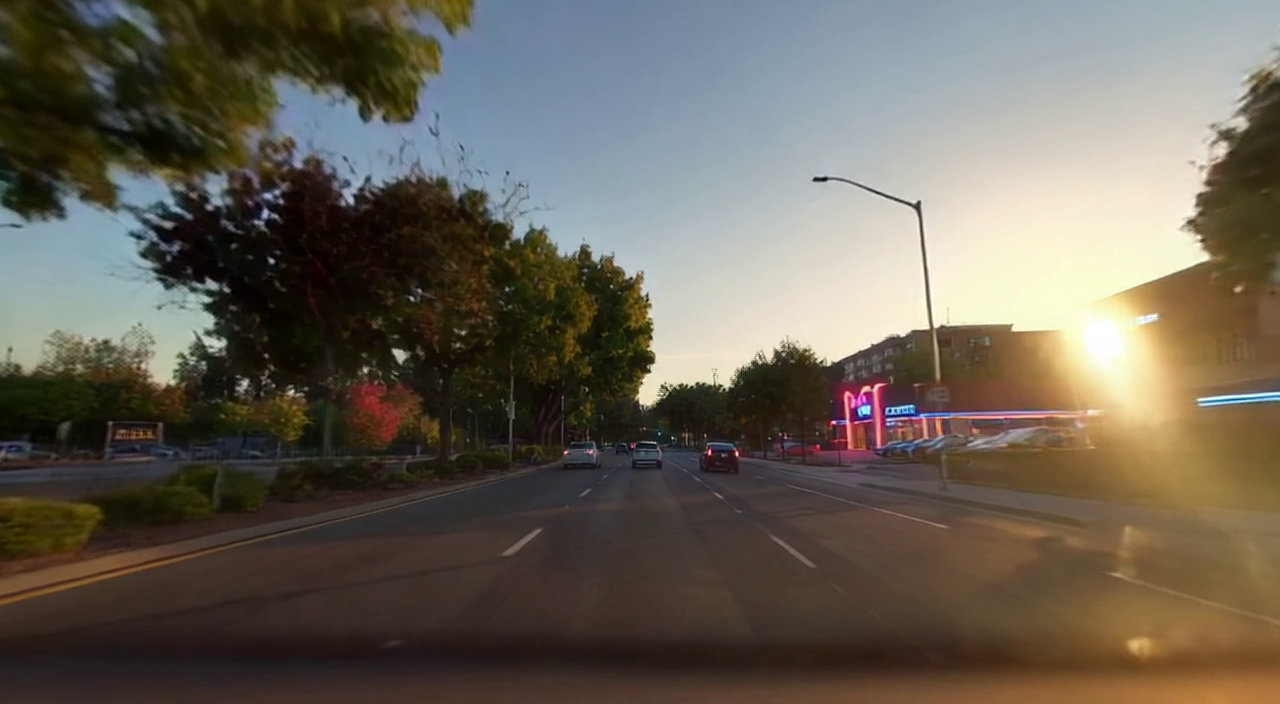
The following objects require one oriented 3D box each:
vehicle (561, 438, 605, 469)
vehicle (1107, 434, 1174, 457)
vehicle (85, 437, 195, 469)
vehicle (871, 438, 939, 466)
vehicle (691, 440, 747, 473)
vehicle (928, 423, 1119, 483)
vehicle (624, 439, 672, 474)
[{"bbox_3d":[-3.065,5.561,34.751,1.995,1.607,4.086,0,-8,1],"label":"vehicle"},{"bbox_3d":[35.037,6.550,44.239,1.773,1.500,3.930,-1,-9,6],"label":"vehicle"},{"bbox_3d":[-35.174,7.083,44.657,2.578,1.973,6.455,1,-8,-1],"label":"vehicle"},{"bbox_3d":[15.307,5.802,36.719,2.099,1.526,4.555,-1,-8,2],"label":"vehicle"},{"bbox_3d":[3.701,4.984,30.245,2.012,1.462,4.400,0,-8,-1],"label":"vehicle"},{"bbox_3d":[13.257,3.525,22.108,5.144,1.834,2.188,-2,-9,2],"label":"vehicle"},{"bbox_3d":[0.330,4.810,29.281,2.059,1.477,4.216,0,-8,0],"label":"vehicle"}]
